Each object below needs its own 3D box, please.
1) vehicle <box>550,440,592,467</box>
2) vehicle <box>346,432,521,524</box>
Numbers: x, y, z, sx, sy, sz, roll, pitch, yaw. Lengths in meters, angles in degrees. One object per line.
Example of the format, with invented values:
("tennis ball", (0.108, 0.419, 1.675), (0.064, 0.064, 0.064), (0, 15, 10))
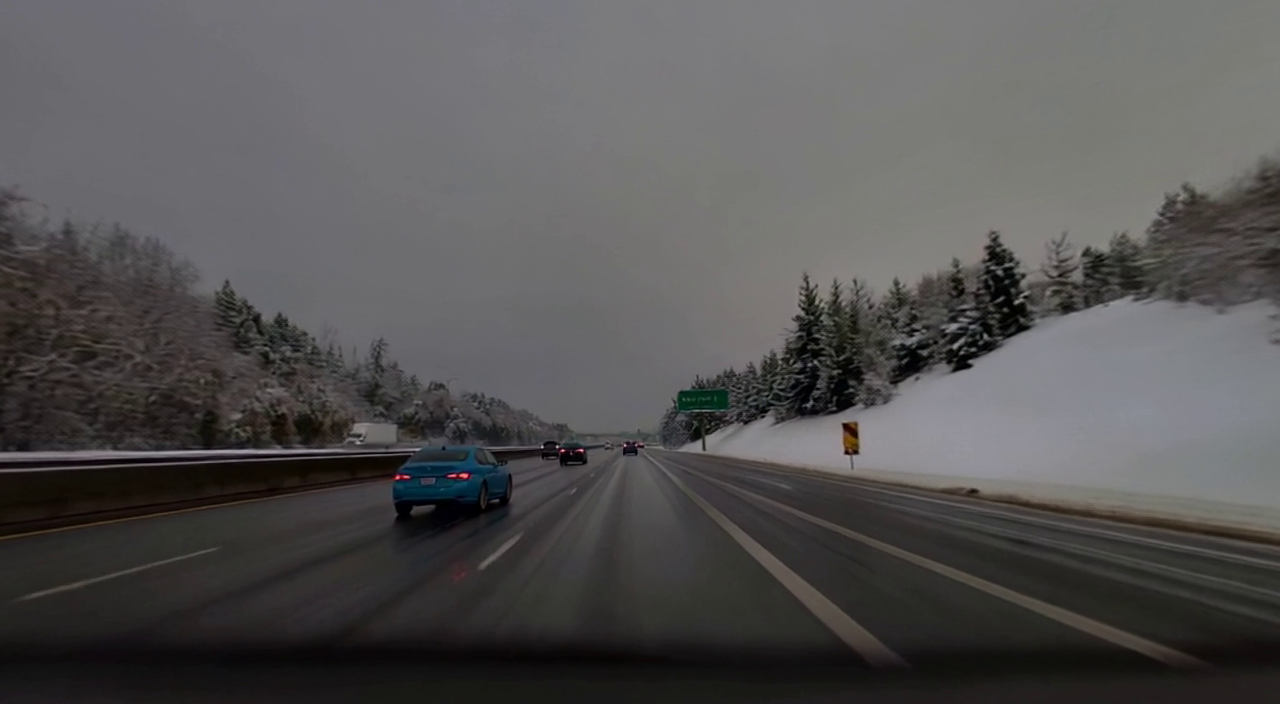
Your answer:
("vehicle", (-4.080, 6.079, 37.928), (2.068, 1.501, 4.395), (0, -8, -1))
("vehicle", (-3.832, 2.413, 12.702), (2.025, 1.506, 4.429), (0, -8, 0))
